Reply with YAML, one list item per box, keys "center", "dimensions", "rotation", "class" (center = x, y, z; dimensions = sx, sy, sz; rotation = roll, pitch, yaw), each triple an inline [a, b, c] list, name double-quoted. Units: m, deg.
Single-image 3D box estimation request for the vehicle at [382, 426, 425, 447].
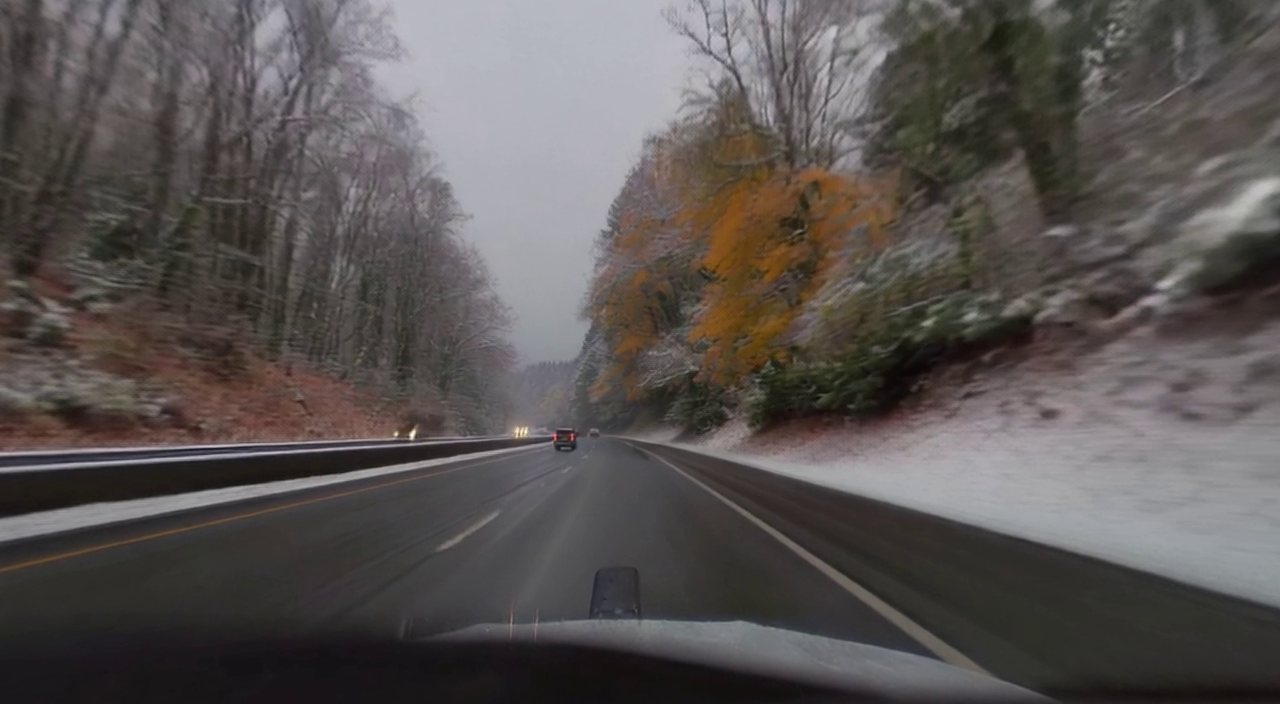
- center: [-18.624, 6.680, 49.674]
  dimensions: [1.890, 1.570, 4.318]
  rotation: [0, -8, -2]
  class: "vehicle"
